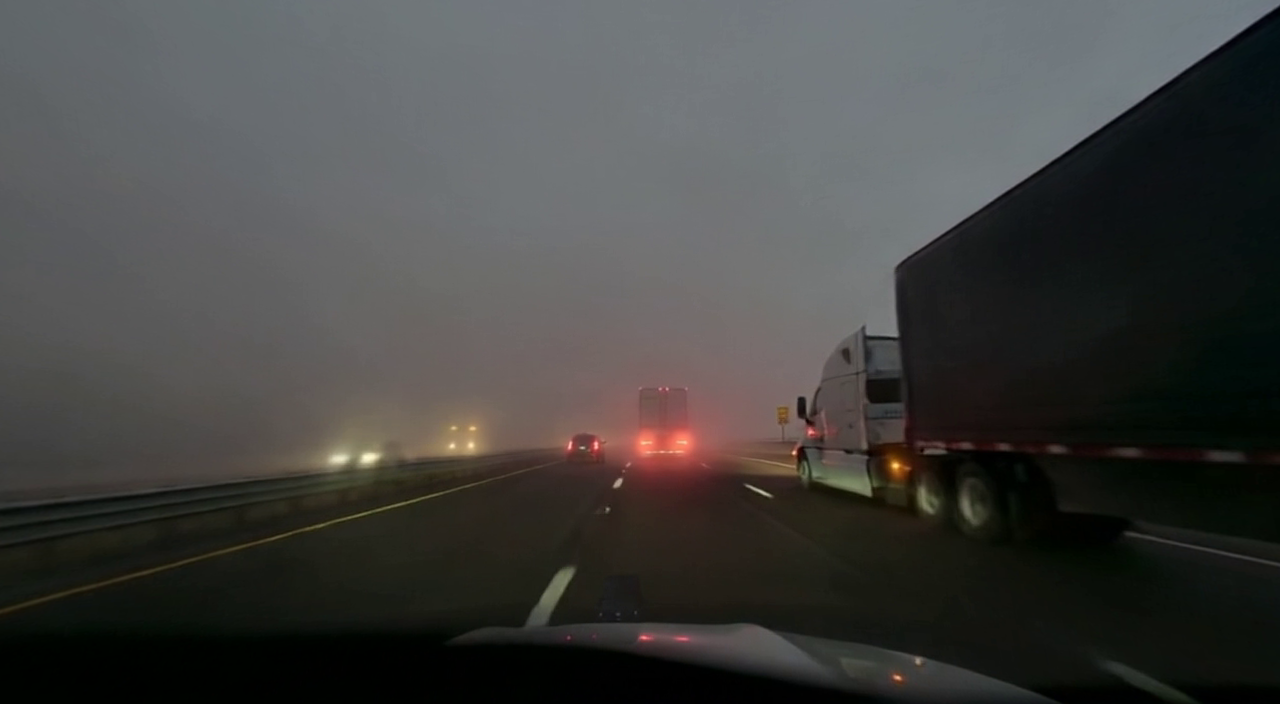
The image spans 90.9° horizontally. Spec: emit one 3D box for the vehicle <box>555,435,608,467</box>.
[{"bbox_3d":[-2.976,5.182,33.319,2.208,1.542,5.138,0,-8,1],"label":"vehicle"}]

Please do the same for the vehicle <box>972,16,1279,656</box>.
[{"bbox_3d":[5.468,-0.188,3.316,2.873,3.998,8.286,0,-8,0],"label":"vehicle"}]

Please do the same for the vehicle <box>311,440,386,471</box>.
[{"bbox_3d":[-14.700,5.206,32.023,1.924,1.440,3.790,0,-8,1],"label":"vehicle"}]

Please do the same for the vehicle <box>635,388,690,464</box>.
[{"bbox_3d":[1.364,4.864,40.682,2.966,4.072,13.408,0,-8,1],"label":"vehicle"}]
